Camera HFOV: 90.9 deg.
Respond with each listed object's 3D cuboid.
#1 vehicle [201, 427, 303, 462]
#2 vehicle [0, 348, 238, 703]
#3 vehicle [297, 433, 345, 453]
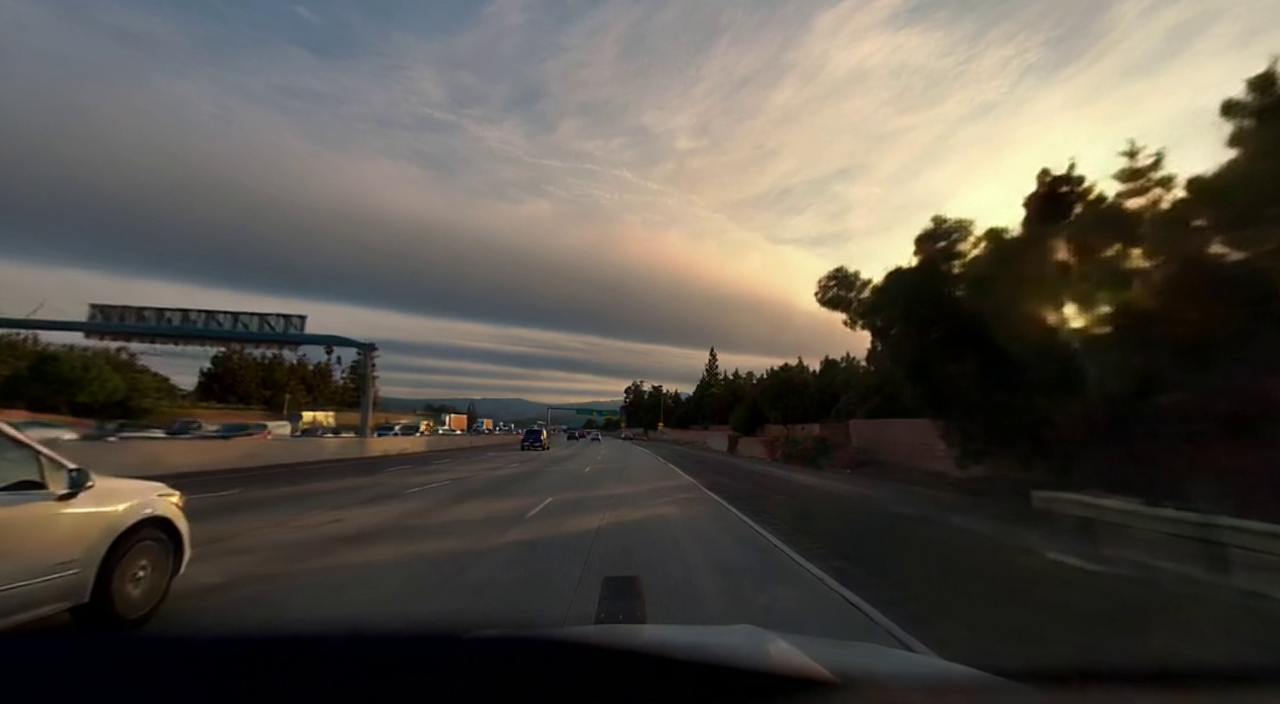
[{"bbox_3d":[-18.001,4.301,29.525,1.960,1.504,4.473,0,-8,-1],"label":"vehicle"},{"bbox_3d":[-3.917,0.727,2.199,2.187,1.639,4.318,0,-8,-1],"label":"vehicle"},{"bbox_3d":[-22.697,6.477,44.984,1.743,1.400,3.431,0,-8,-2],"label":"vehicle"}]
